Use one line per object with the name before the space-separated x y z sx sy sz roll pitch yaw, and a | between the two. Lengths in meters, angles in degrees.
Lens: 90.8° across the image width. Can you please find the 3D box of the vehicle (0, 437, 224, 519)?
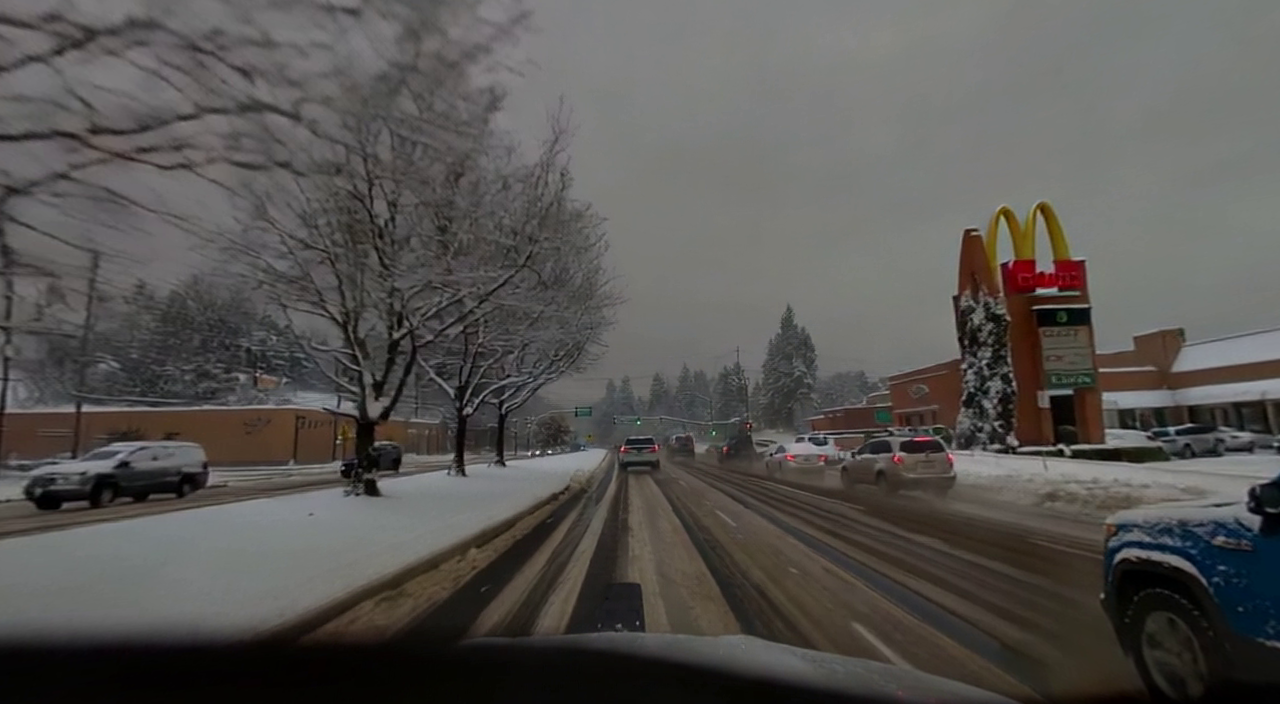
vehicle | -13.962 3.251 16.921 2.159 1.836 5.038 0 -9 0

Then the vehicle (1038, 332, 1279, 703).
vehicle | 3.517 0.666 1.627 2.076 1.716 4.416 0 -9 0

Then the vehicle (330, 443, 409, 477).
vehicle | -14.490 5.802 34.116 2.136 1.676 4.371 -1 -9 3

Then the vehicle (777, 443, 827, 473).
vehicle | 8.850 5.788 34.752 1.879 1.517 4.006 -1 -9 3

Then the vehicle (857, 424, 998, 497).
vehicle | 7.882 3.024 17.875 1.977 1.786 4.344 0 -9 1

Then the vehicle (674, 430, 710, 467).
vehicle | 3.795 7.157 47.062 2.239 2.586 4.586 0 -9 0

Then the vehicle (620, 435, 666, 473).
vehicle | 0.130 5.599 34.962 2.402 1.938 4.535 0 -9 -1

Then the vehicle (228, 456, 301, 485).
vehicle | -21.875 6.885 36.962 1.879 1.520 3.830 0 -9 1
